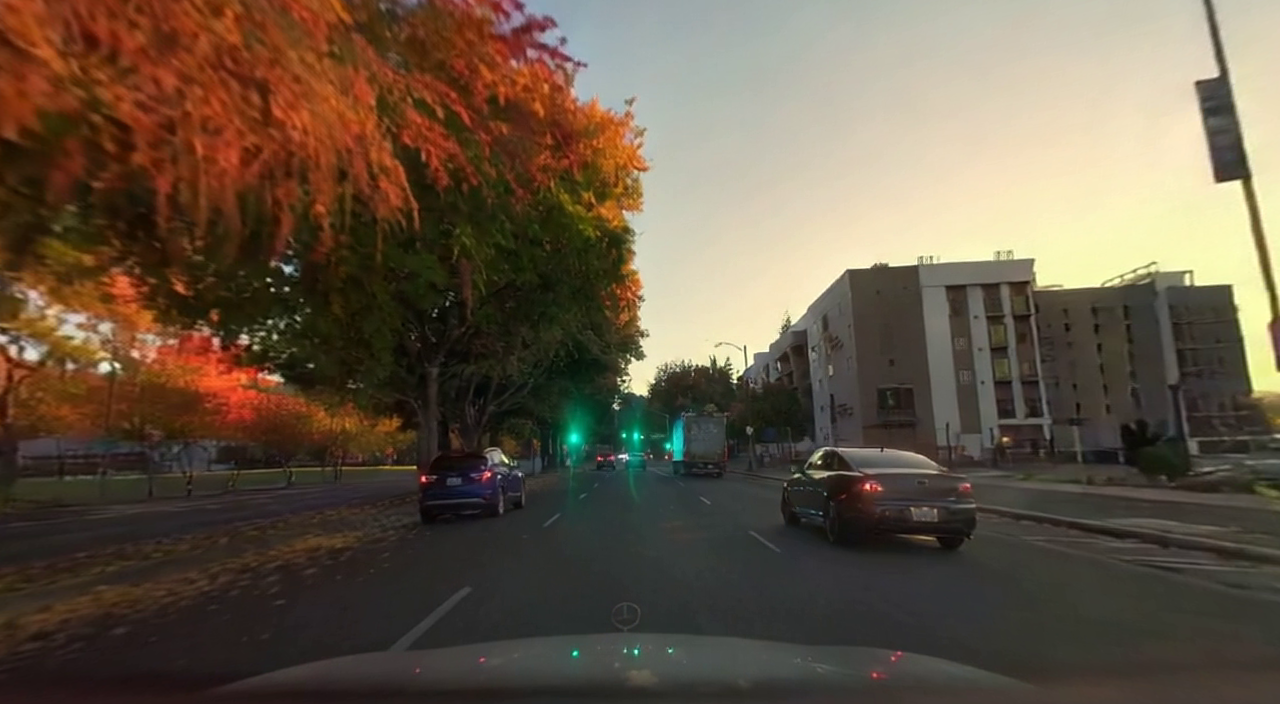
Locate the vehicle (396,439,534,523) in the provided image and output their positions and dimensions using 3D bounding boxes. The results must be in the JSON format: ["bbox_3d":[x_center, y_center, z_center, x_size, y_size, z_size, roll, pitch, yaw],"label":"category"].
[{"bbox_3d":[-3.637,2.746,14.021,1.751,1.540,4.481,0,-8,1],"label":"vehicle"}]

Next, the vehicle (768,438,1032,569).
[{"bbox_3d":[3.444,2.088,9.643,1.915,1.449,4.970,0,-8,0],"label":"vehicle"}]

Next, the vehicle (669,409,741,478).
[{"bbox_3d":[3.765,5.748,39.544,3.003,3.680,10.684,0,-8,-2],"label":"vehicle"}]
